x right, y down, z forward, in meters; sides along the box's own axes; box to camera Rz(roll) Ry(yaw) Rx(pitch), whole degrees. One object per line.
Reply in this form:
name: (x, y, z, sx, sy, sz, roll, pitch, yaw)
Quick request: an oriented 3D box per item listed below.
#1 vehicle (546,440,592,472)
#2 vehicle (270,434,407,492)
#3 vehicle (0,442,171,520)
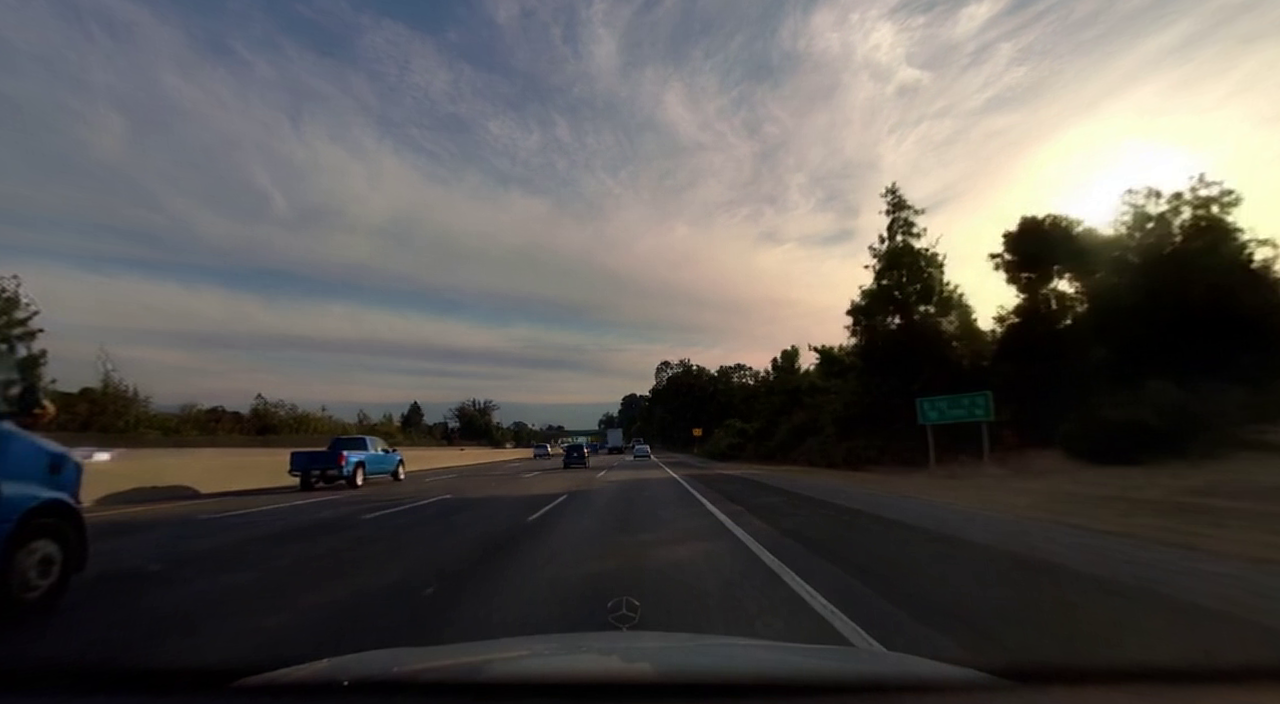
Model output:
vehicle: (-4.003, 5.945, 36.078, 2.094, 1.695, 4.260, 0, -9, 1)
vehicle: (-10.264, 3.825, 22.072, 2.146, 1.764, 5.510, 0, -9, -1)
vehicle: (-13.789, 2.954, 14.969, 1.899, 1.565, 4.358, 0, -9, 0)
